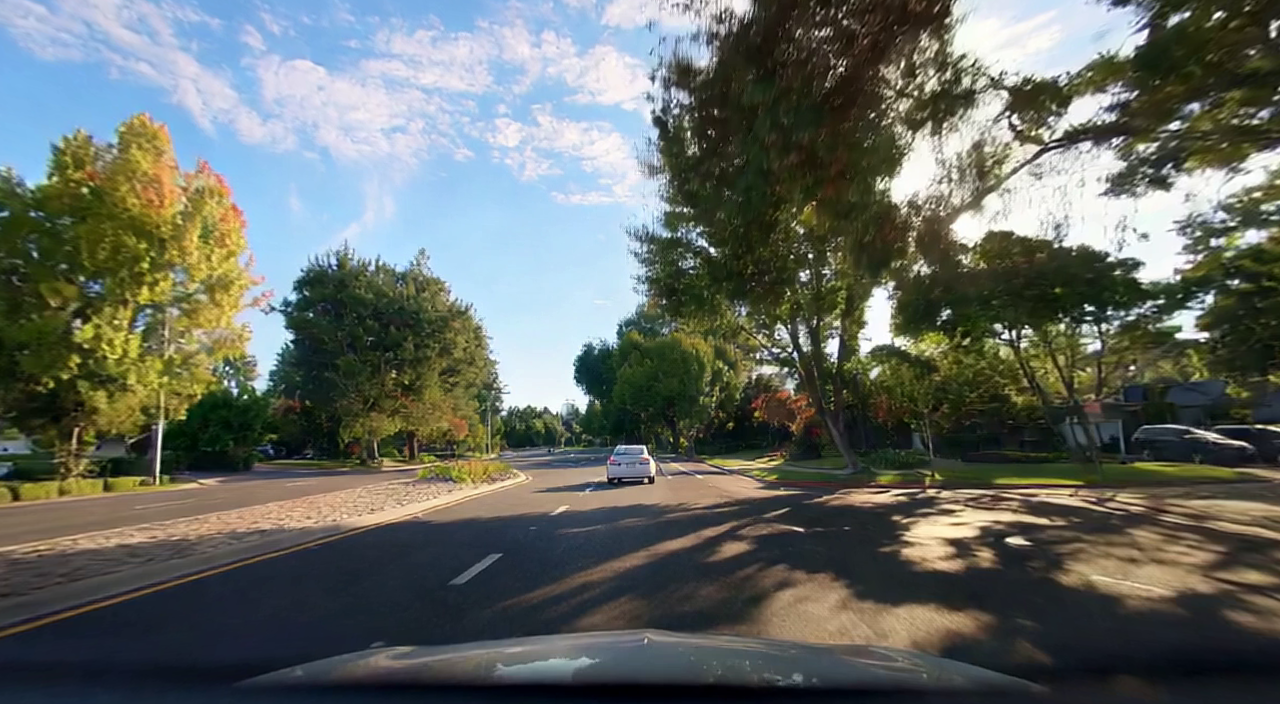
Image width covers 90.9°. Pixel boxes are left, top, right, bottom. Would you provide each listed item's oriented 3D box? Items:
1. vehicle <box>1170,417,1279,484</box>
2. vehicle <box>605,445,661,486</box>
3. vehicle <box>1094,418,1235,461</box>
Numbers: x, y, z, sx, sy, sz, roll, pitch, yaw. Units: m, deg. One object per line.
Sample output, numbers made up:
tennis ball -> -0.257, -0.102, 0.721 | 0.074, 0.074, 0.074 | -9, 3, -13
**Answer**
vehicle -> 19.071, 2.878, 18.487 | 5.018, 1.844, 2.156 | 0, -8, 0
vehicle -> -0.228, 4.375, 24.654 | 2.009, 1.456, 4.003 | 0, -8, 1
vehicle -> 21.543, 3.638, 26.156 | 1.928, 1.614, 4.267 | 1, -8, -5
